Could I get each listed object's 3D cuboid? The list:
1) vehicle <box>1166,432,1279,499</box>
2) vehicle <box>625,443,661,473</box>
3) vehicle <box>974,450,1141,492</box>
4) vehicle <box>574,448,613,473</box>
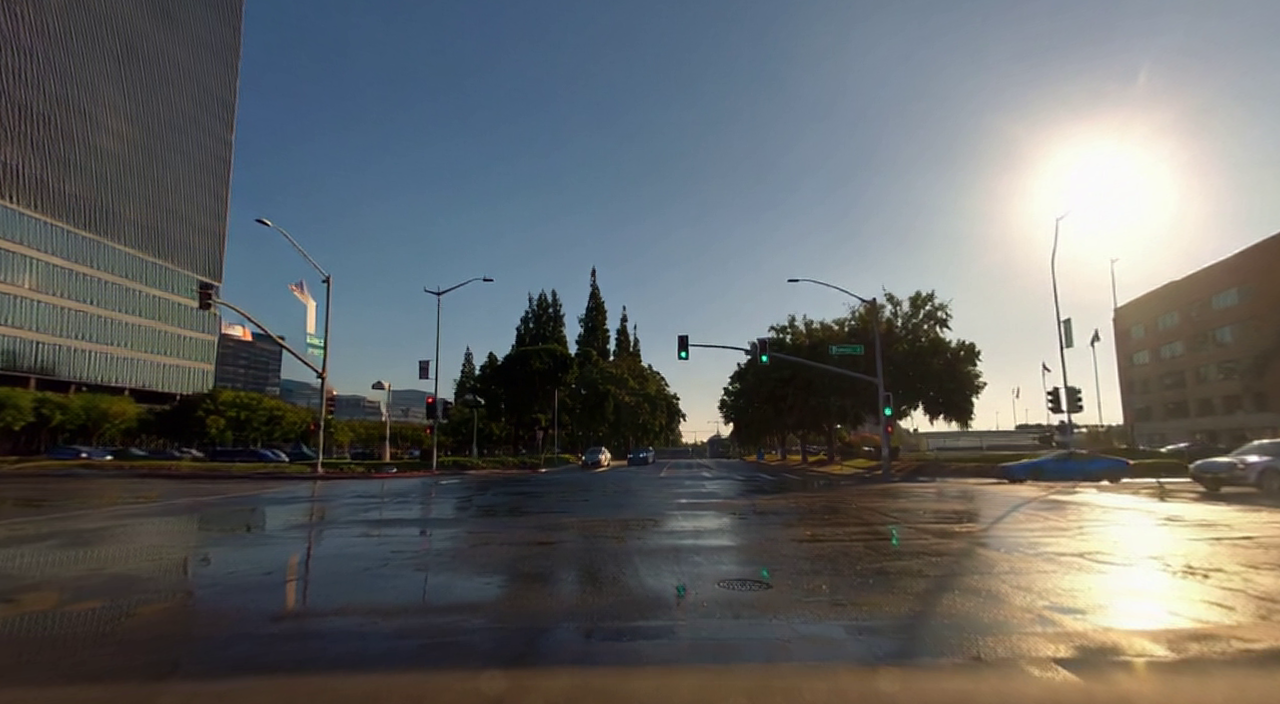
[{"bbox_3d":[20.473,3.488,19.551,5.832,1.949,2.444,0,-9,1],"label":"vehicle"},{"bbox_3d":[0.233,6.362,37.877,2.018,1.699,4.751,0,-9,1],"label":"vehicle"},{"bbox_3d":[15.923,4.541,24.229,4.896,1.503,1.971,-2,-9,9],"label":"vehicle"},{"bbox_3d":[-2.930,6.961,40.579,2.068,1.486,4.664,0,-9,2],"label":"vehicle"}]
